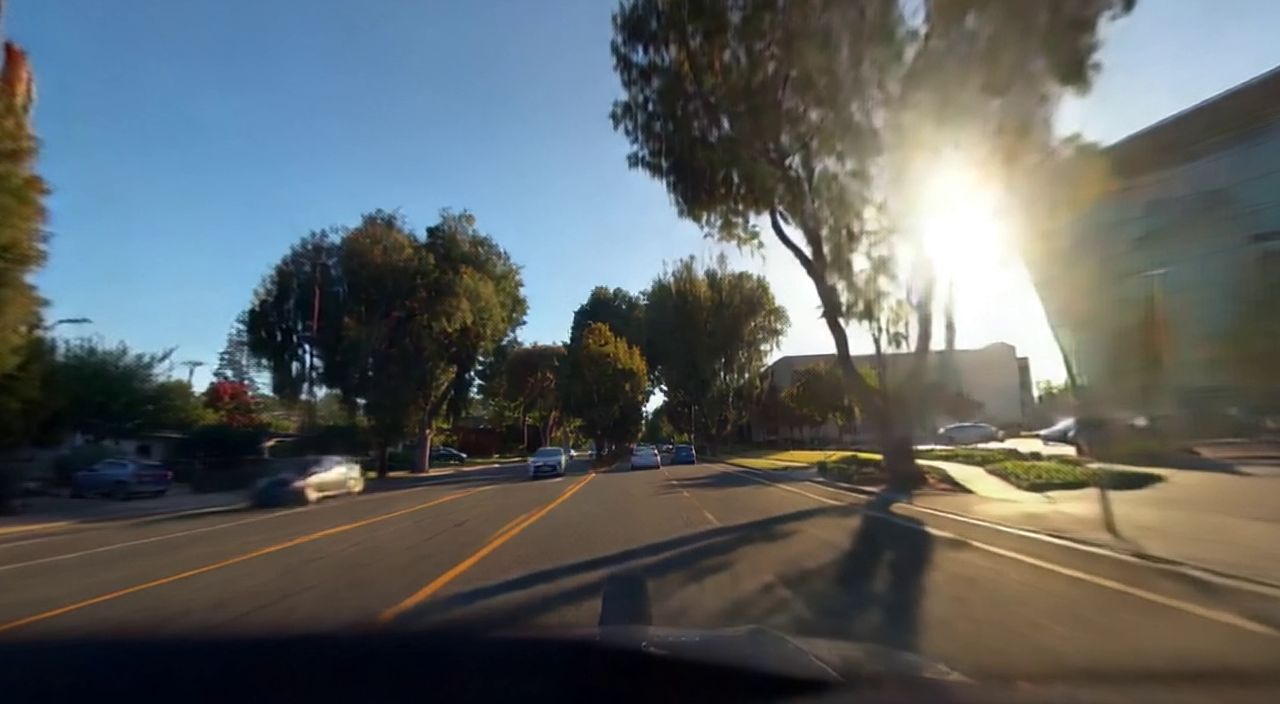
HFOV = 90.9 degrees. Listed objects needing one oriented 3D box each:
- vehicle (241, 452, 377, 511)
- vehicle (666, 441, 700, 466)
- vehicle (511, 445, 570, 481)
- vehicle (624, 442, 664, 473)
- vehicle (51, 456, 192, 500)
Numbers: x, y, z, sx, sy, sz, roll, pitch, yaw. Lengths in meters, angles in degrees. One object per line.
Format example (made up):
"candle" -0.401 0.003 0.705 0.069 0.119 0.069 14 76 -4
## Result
"vehicle" -9.573 3.731 18.646 1.889 1.506 3.911 0 -9 0
"vehicle" 3.203 7.670 47.670 2.189 1.766 4.495 0 -9 -1
"vehicle" -4.373 4.947 28.455 2.014 1.487 4.591 0 -9 -1
"vehicle" 0.202 5.884 35.354 2.109 1.612 3.963 0 -9 0
"vehicle" -21.581 5.217 26.358 4.152 1.686 1.873 0 -9 -2
